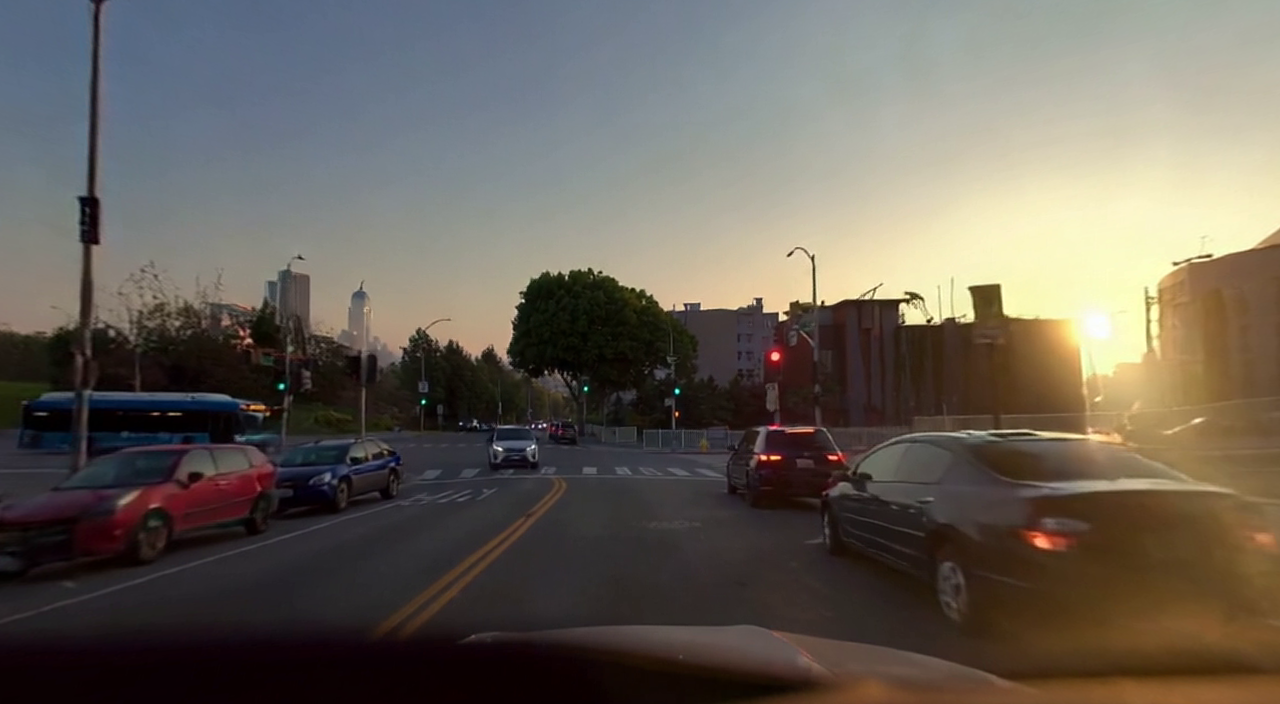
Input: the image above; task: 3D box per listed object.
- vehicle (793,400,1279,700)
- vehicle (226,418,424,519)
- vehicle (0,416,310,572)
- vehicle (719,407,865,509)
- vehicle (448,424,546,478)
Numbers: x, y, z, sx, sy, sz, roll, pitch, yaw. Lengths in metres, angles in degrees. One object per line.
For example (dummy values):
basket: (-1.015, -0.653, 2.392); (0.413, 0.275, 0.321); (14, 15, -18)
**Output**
vehicle: (3.059, 1.332, 5.622); (2.032, 1.474, 4.795); (0, -8, -2)
vehicle: (-6.846, 2.557, 14.509); (2.132, 1.801, 4.885); (-3, -8, -1)
vehicle: (-6.915, 1.922, 9.294); (1.893, 1.758, 4.019); (0, -8, 0)
vehicle: (3.206, 2.377, 14.512); (2.052, 1.929, 4.747); (0, -8, -1)
vehicle: (-5.476, 3.688, 23.754); (2.148, 1.818, 4.791); (5, -10, -31)
